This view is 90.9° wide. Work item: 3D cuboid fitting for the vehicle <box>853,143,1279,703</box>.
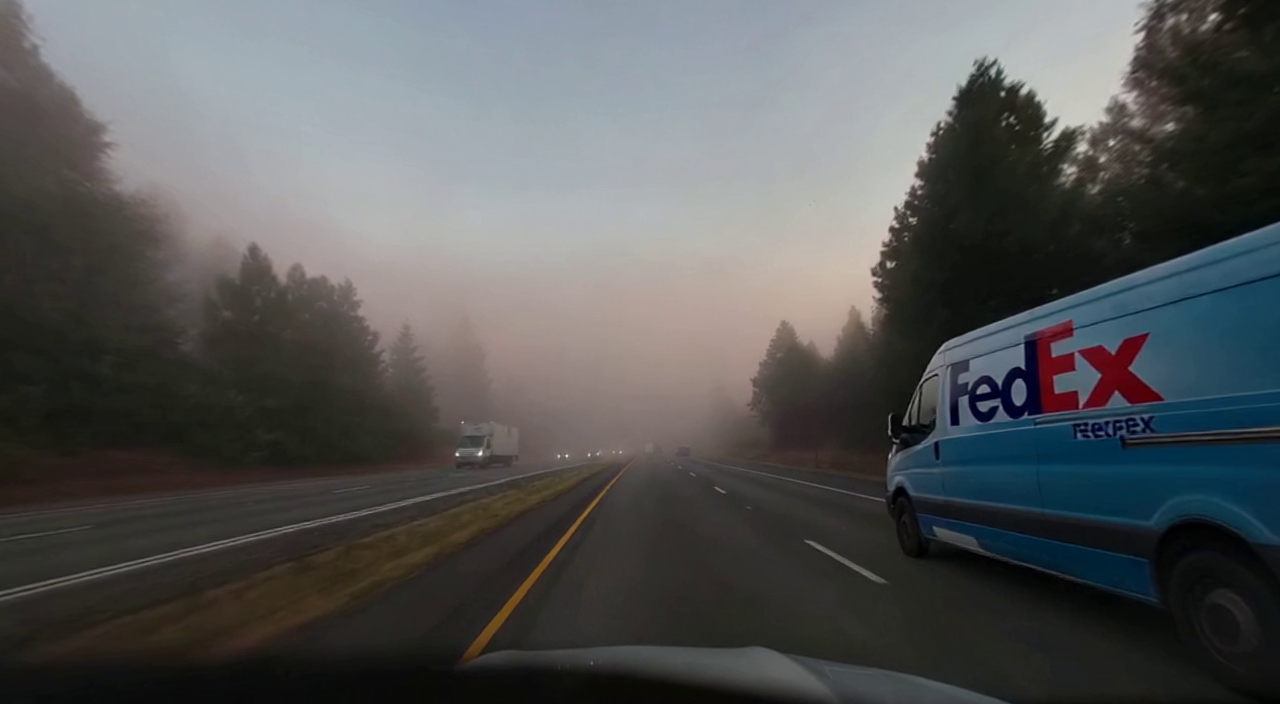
[{"bbox_3d":[3.885,0.736,4.532,2.522,2.556,6.180,0,-9,0],"label":"vehicle"}]
